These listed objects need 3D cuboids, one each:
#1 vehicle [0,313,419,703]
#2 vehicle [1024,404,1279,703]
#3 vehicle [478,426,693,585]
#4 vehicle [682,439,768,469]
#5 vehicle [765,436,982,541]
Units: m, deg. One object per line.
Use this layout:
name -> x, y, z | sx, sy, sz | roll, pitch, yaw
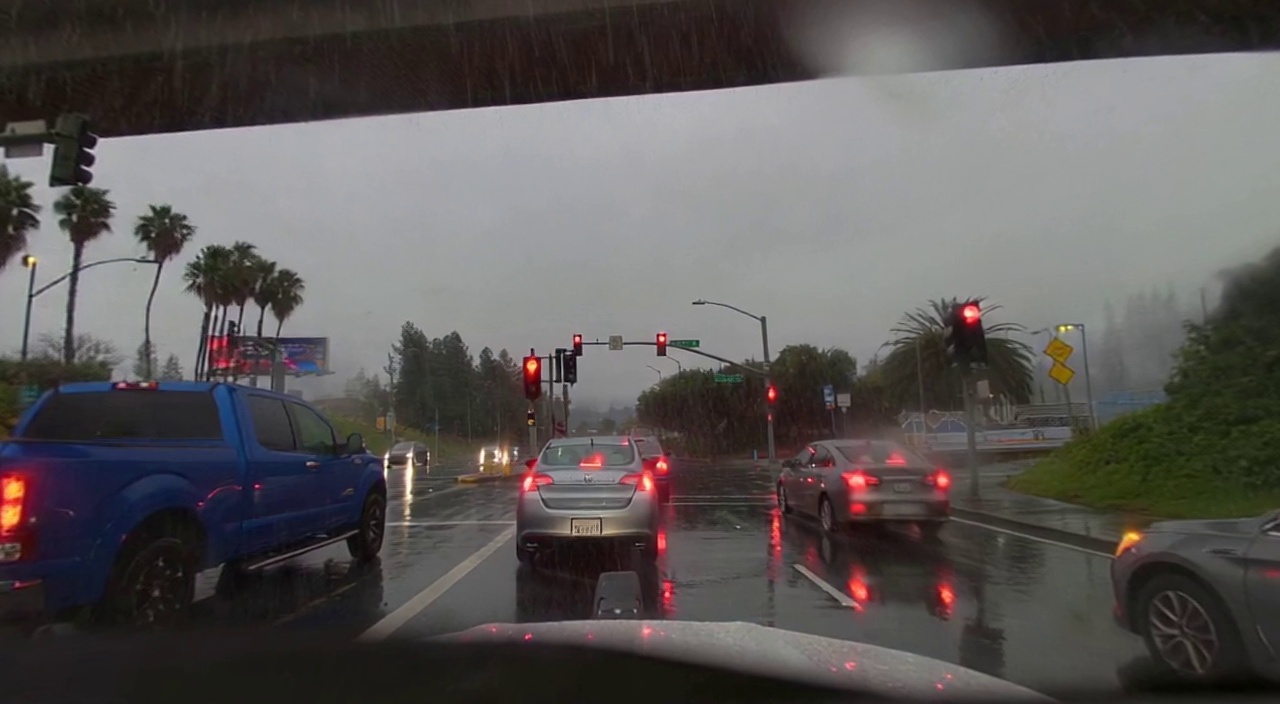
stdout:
vehicle -> -3.780, 1.124, 5.061 | 2.078, 1.838, 5.448 | 0, -9, 0
vehicle -> 3.873, 0.910, 2.300 | 2.052, 1.496, 4.541 | 0, -9, -1
vehicle -> -0.604, 1.773, 8.142 | 2.035, 1.491, 4.090 | 0, -9, -3
vehicle -> 4.225, 5.163, 32.090 | 1.878, 1.428, 4.416 | 5, -10, -33
vehicle -> 3.709, 2.243, 11.095 | 1.965, 1.448, 4.486 | 0, -9, -2
